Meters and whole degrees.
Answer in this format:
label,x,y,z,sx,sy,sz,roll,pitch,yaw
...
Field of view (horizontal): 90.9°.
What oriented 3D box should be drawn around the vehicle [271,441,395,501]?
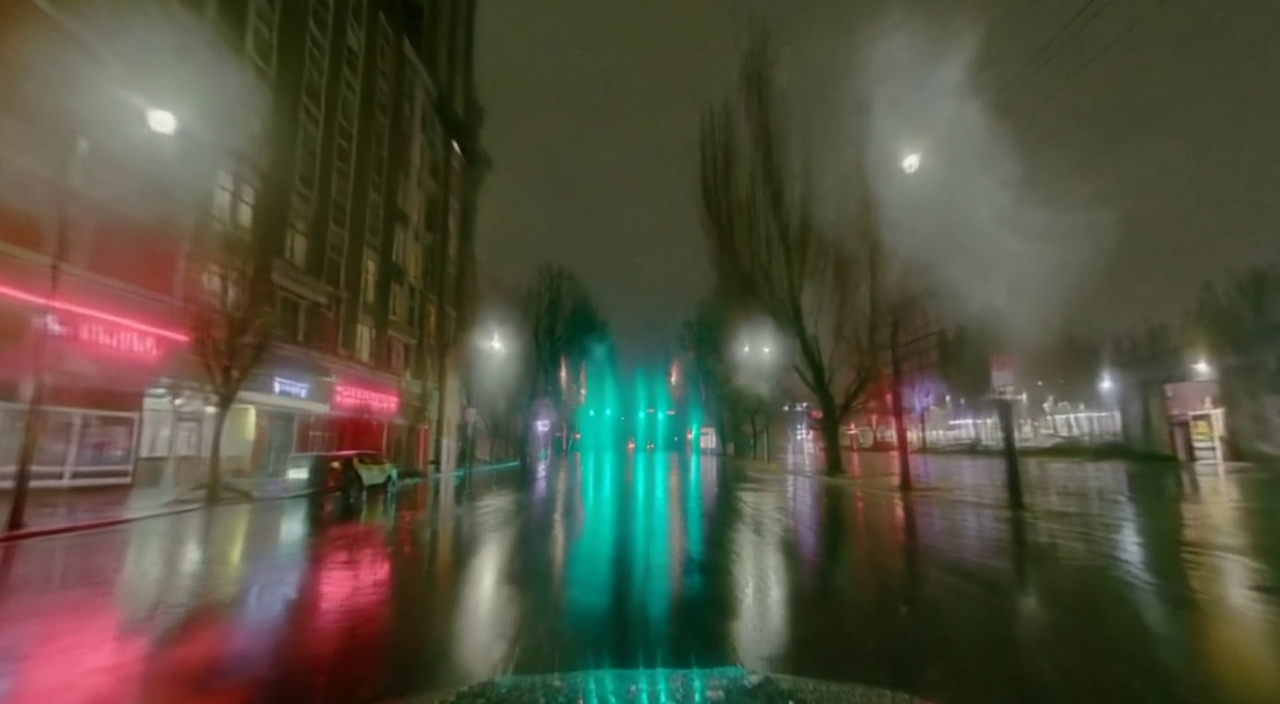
label,x,y,z,sx,sy,sz,roll,pitch,yaw
vehicle,-10.740,4.142,22.522,2.060,1.796,4.675,-2,-7,0
